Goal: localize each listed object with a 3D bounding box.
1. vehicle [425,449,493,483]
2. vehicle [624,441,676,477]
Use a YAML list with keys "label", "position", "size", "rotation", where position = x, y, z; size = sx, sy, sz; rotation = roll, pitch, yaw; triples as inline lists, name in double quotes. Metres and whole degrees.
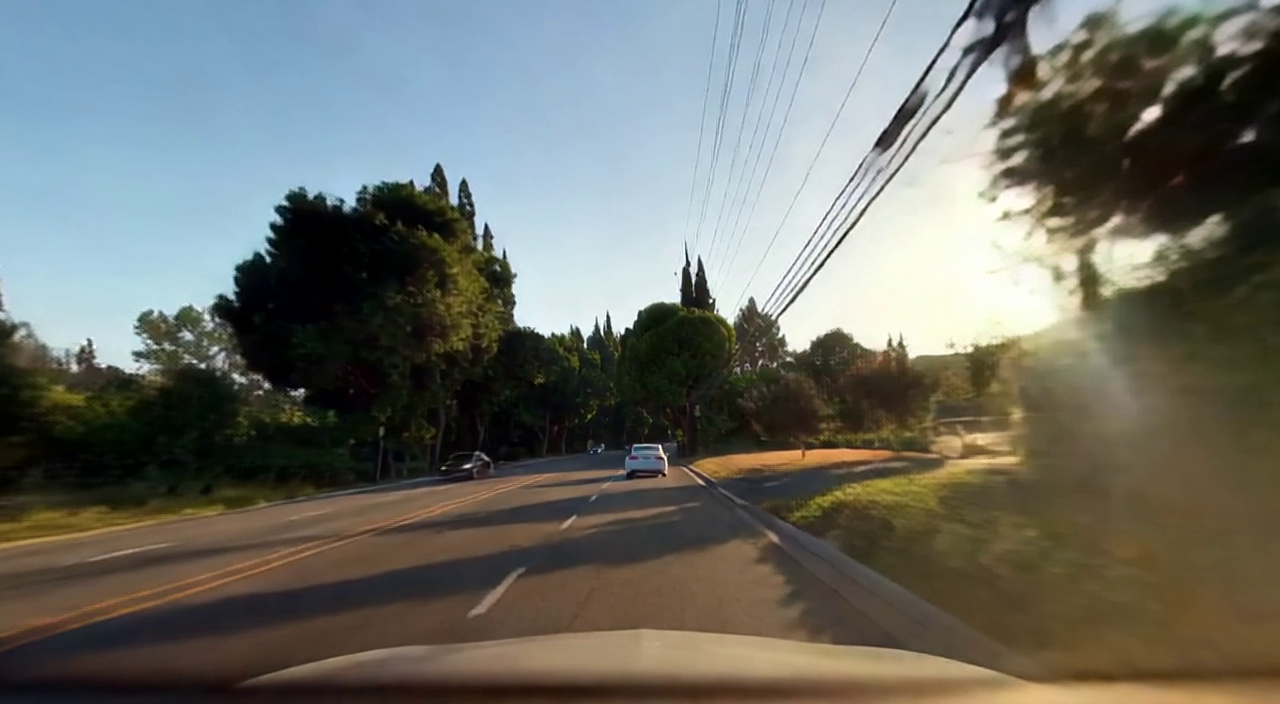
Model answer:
- label: "vehicle"
  position: [-8.894, 5.633, 31.361]
  size: [2.061, 1.516, 4.121]
  rotation: [-1, -9, 1]
- label: "vehicle"
  position: [0.460, 4.835, 28.719]
  size: [2.153, 1.461, 4.374]
  rotation: [-1, -9, 1]
